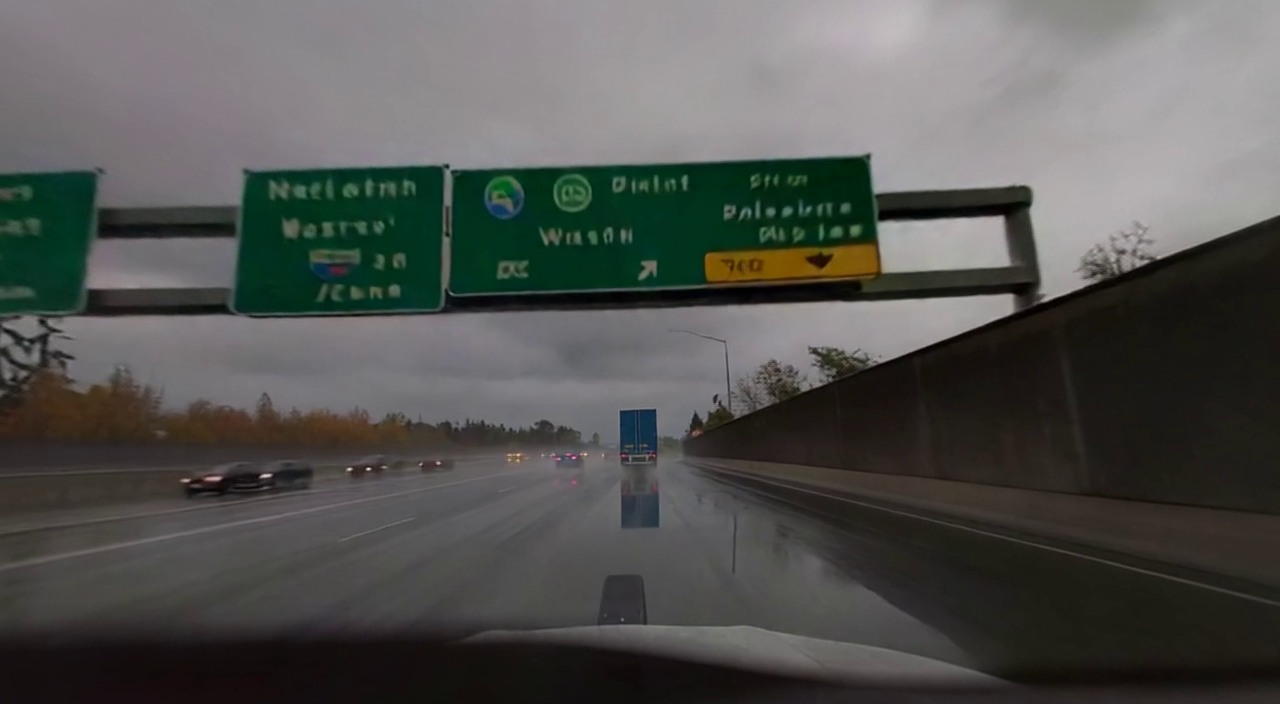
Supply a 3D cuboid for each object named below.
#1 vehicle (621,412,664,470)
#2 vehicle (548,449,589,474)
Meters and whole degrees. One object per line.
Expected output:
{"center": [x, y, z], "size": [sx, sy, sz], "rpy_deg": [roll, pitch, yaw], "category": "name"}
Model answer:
{"center": [0.221, 7.008, 49.271], "size": [2.980, 4.051, 10.359], "rpy_deg": [0, -9, 1], "category": "vehicle"}
{"center": [-4.508, 6.947, 40.275], "size": [1.977, 1.478, 4.702], "rpy_deg": [0, -9, 1], "category": "vehicle"}
